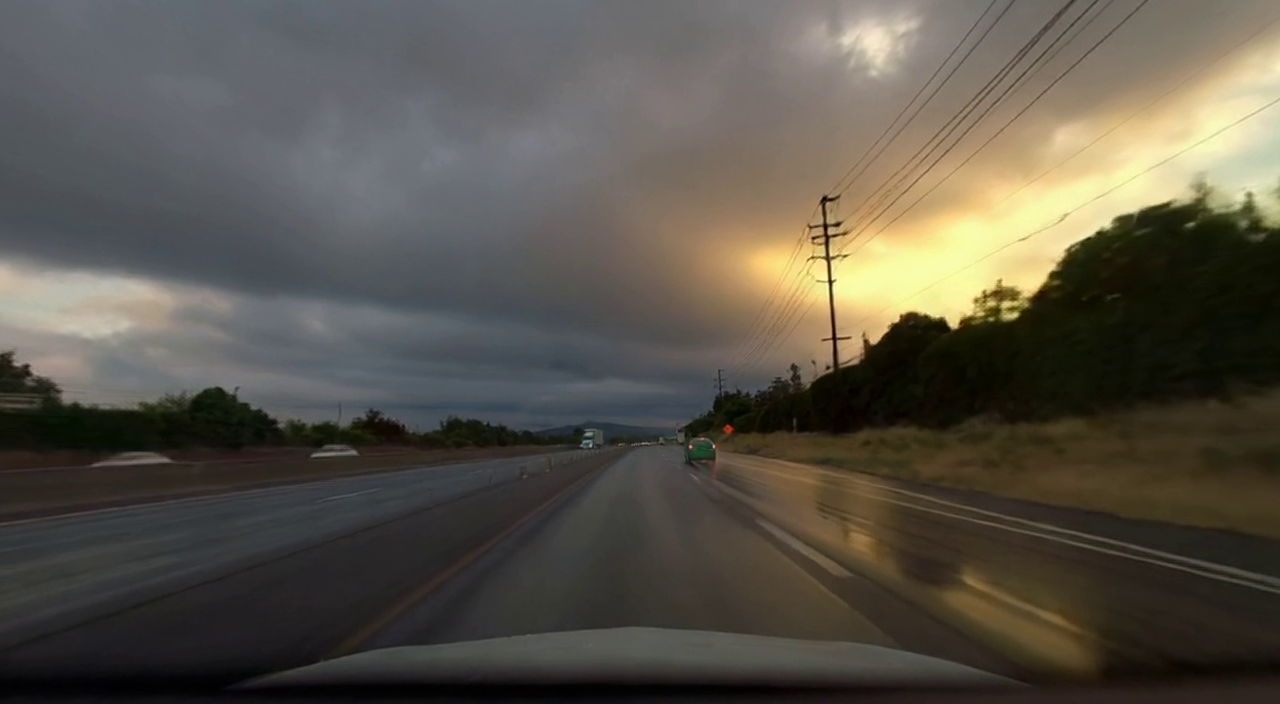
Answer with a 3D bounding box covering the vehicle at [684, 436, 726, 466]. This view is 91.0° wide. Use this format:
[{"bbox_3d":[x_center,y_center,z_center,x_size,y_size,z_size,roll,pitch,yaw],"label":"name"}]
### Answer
[{"bbox_3d":[3.653,5.649,36.159,1.977,1.581,4.428,-1,-8,0],"label":"vehicle"}]
